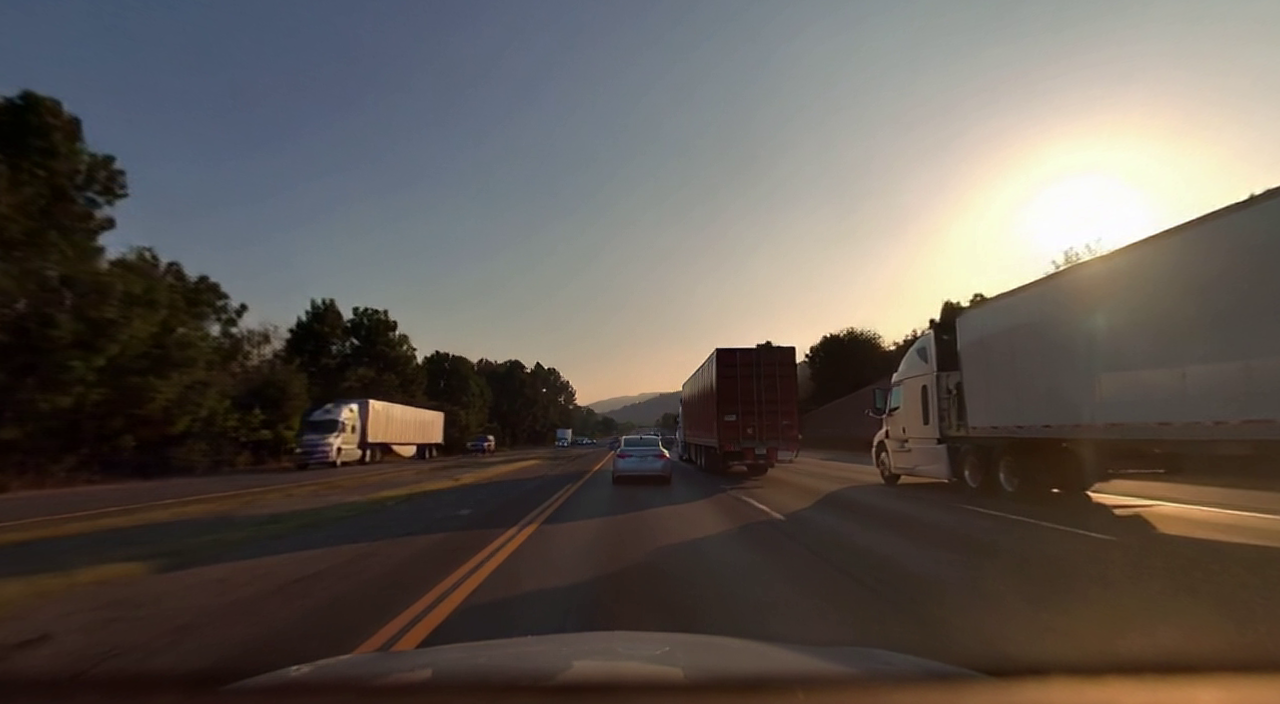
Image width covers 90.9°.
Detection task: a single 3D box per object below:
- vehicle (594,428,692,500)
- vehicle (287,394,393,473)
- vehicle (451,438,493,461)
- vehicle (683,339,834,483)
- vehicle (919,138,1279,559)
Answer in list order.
[{"bbox_3d":[0.010,2.604,15.151,2.038,1.477,3.773,0,-7,-2],"label":"vehicle"},{"bbox_3d":[-16.653,4.587,35.565,2.903,4.010,6.212,0,-8,-1],"label":"vehicle"},{"bbox_3d":[-12.010,6.991,45.368,1.940,1.540,3.989,0,-7,0],"label":"vehicle"},{"bbox_3d":[3.839,2.573,25.041,2.888,4.099,14.183,0,-7,-2],"label":"vehicle"},{"bbox_3d":[8.153,0.059,7.284,3.110,4.308,14.260,0,-7,-1],"label":"vehicle"}]
